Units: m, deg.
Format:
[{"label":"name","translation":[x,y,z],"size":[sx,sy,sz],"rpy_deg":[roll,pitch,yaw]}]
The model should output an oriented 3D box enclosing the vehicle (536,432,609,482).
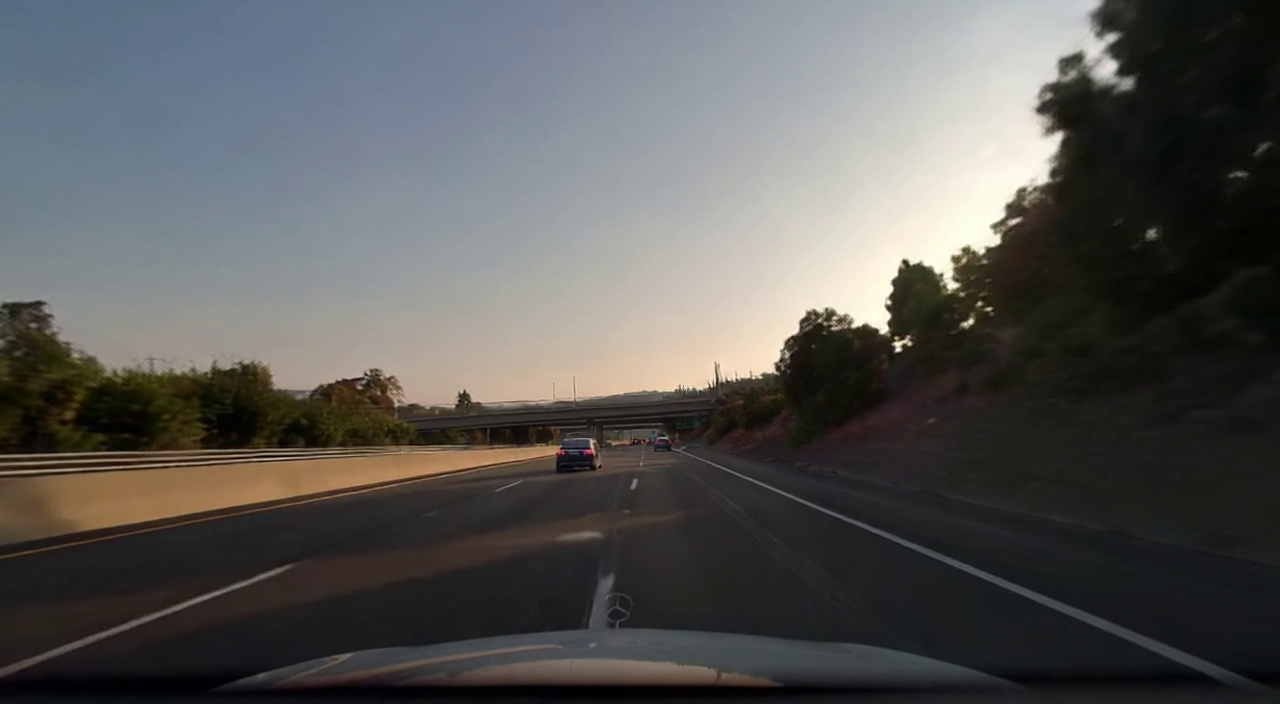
[{"label":"vehicle","translation":[-2.272,3.669,22.410],"size":[2.039,1.589,4.324],"rpy_deg":[0,-8,1]}]
